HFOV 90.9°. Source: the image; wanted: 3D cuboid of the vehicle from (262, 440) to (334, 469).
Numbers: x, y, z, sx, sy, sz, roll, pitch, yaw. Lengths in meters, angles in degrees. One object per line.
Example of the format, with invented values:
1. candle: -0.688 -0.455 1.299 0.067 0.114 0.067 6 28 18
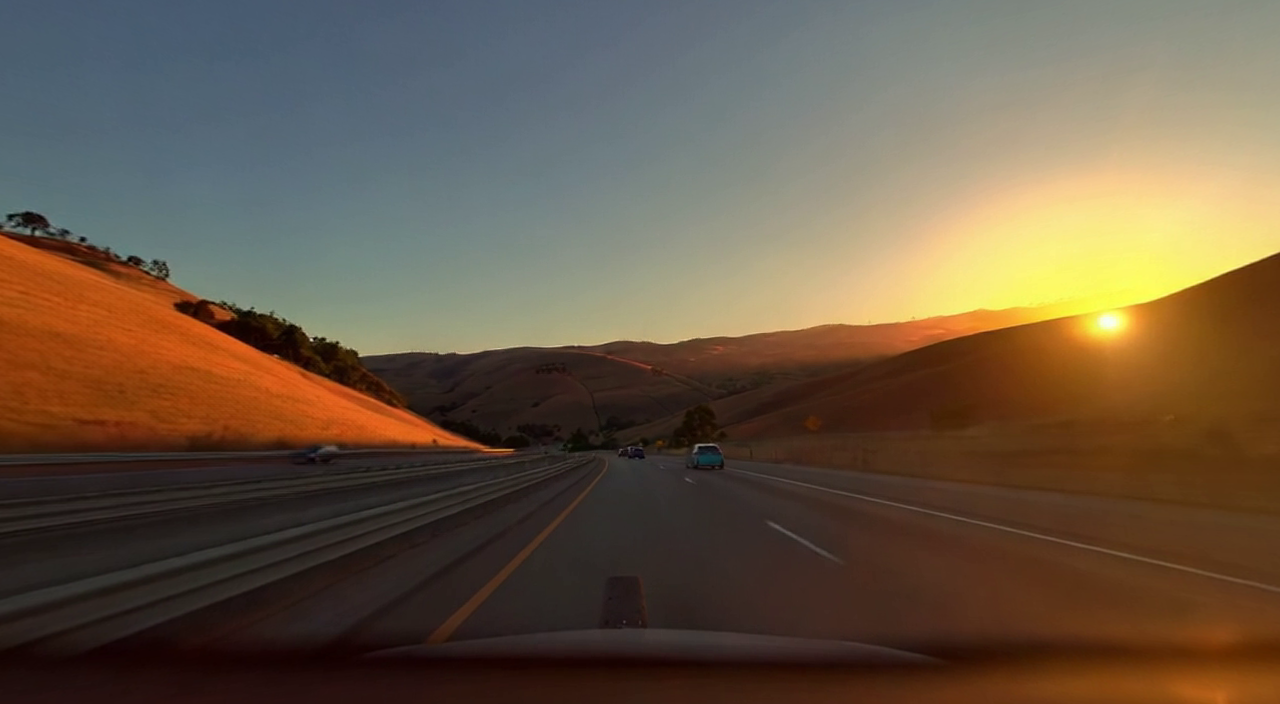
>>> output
1. vehicle: -21.750 6.531 40.372 2.062 1.750 4.749 0 -8 -2

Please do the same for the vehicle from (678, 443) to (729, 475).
1. vehicle: 3.263 5.606 33.346 1.960 1.516 4.657 0 -8 -3
